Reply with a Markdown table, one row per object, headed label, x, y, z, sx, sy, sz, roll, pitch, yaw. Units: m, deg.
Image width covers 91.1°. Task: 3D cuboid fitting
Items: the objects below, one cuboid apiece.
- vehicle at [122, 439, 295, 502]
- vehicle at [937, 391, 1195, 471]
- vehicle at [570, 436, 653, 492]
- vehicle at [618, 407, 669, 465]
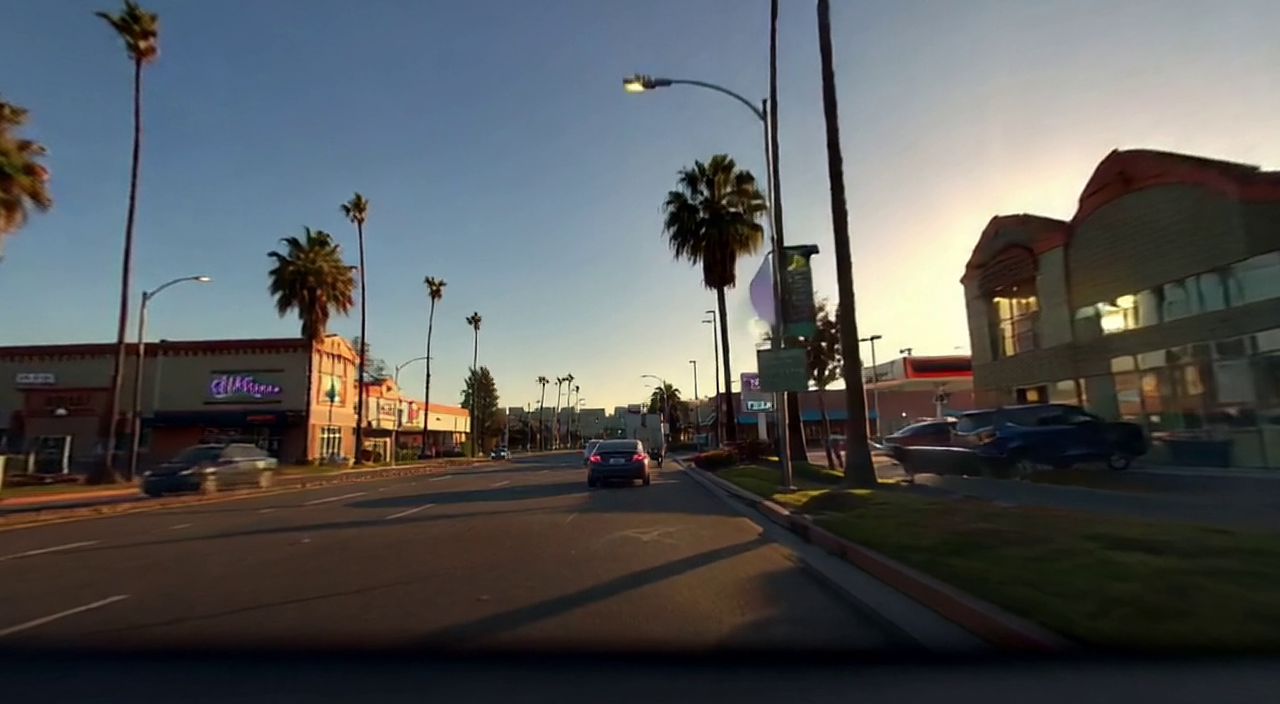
| label | x | y | z | sx | sy | sz | roll | pitch | yaw |
| --- | --- | --- | --- | --- | --- | --- | --- | --- | --- |
| vehicle | -12.252 | 3.373 | 18.271 | 1.895 | 1.592 | 4.305 | 0 | -9 | 1 |
| vehicle | 12.330 | 2.351 | 18.485 | 5.968 | 2.162 | 2.319 | 1 | -9 | -5 |
| vehicle | -0.733 | 3.380 | 19.307 | 2.145 | 1.483 | 4.453 | -1 | -9 | 3 |
| vehicle | 0.222 | 5.640 | 41.852 | 3.100 | 3.468 | 8.108 | 0 | -8 | 0 |
